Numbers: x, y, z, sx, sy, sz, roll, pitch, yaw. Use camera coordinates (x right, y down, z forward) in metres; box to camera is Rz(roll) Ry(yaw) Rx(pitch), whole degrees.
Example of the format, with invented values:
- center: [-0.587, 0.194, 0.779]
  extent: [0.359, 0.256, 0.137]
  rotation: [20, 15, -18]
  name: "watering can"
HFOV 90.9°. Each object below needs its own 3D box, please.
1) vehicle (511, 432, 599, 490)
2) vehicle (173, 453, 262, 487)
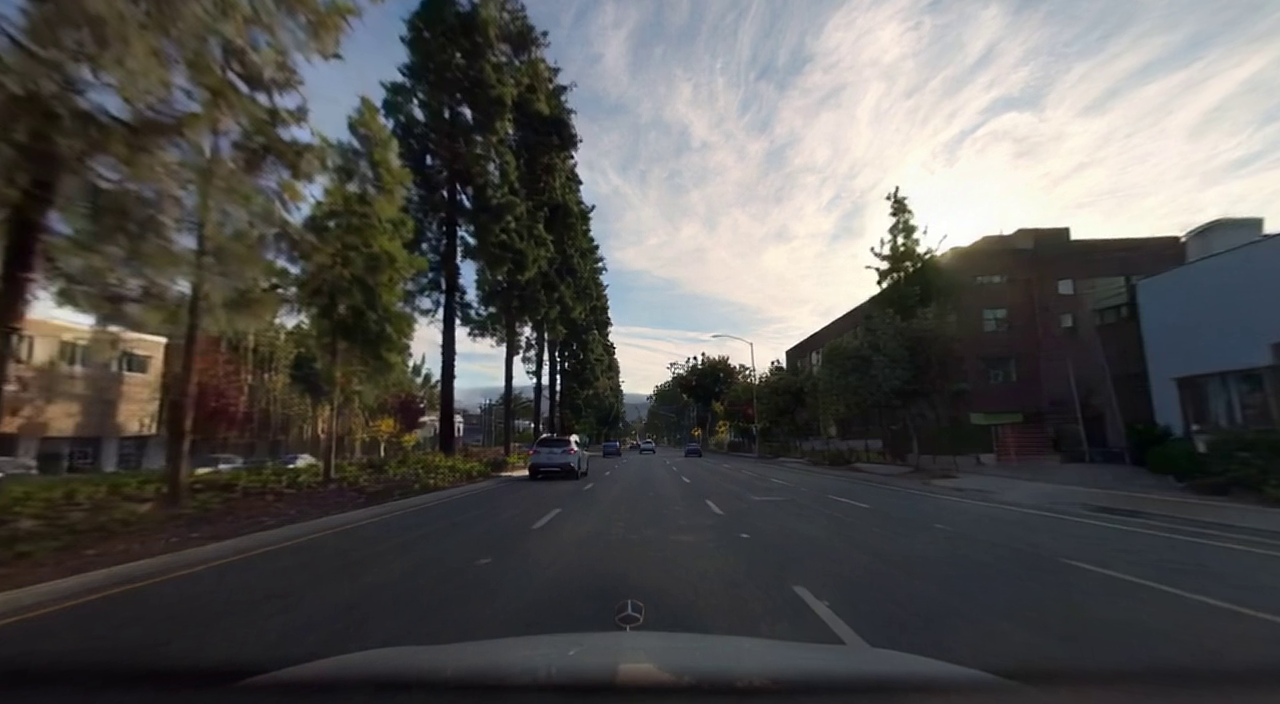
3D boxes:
- center: [-2.612, 3.490, 20.597]
  extent: [2.121, 1.656, 4.559]
  rotation: [0, -8, 2]
  name: "vehicle"
- center: [-23.754, 6.621, 35.664]
  extent: [1.921, 1.751, 4.514]
  rotation: [0, -8, -1]
  name: "vehicle"
